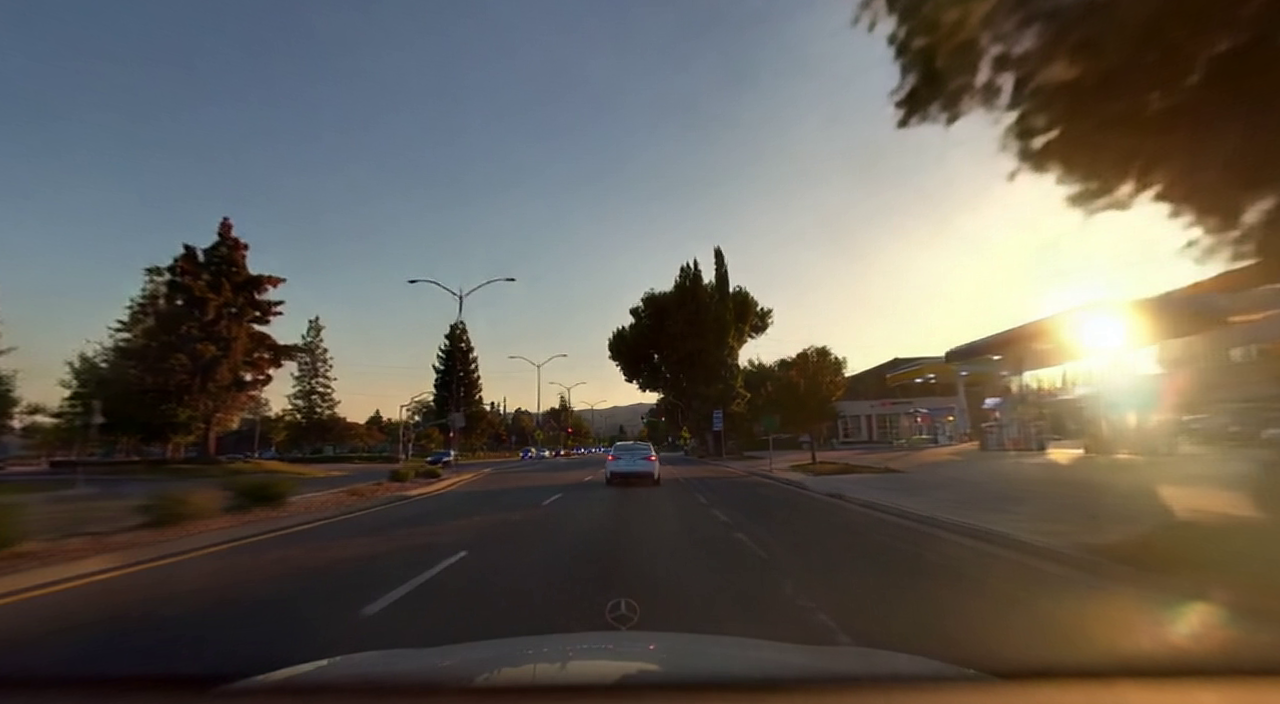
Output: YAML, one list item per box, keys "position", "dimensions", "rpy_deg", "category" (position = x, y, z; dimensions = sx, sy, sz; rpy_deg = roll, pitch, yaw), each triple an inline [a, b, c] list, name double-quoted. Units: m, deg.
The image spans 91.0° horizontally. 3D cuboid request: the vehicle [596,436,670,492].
- position: [-0.177, 3.490, 19.973]
  dimensions: [2.062, 1.519, 4.214]
  rpy_deg: [1, -9, 0]
  category: "vehicle"
